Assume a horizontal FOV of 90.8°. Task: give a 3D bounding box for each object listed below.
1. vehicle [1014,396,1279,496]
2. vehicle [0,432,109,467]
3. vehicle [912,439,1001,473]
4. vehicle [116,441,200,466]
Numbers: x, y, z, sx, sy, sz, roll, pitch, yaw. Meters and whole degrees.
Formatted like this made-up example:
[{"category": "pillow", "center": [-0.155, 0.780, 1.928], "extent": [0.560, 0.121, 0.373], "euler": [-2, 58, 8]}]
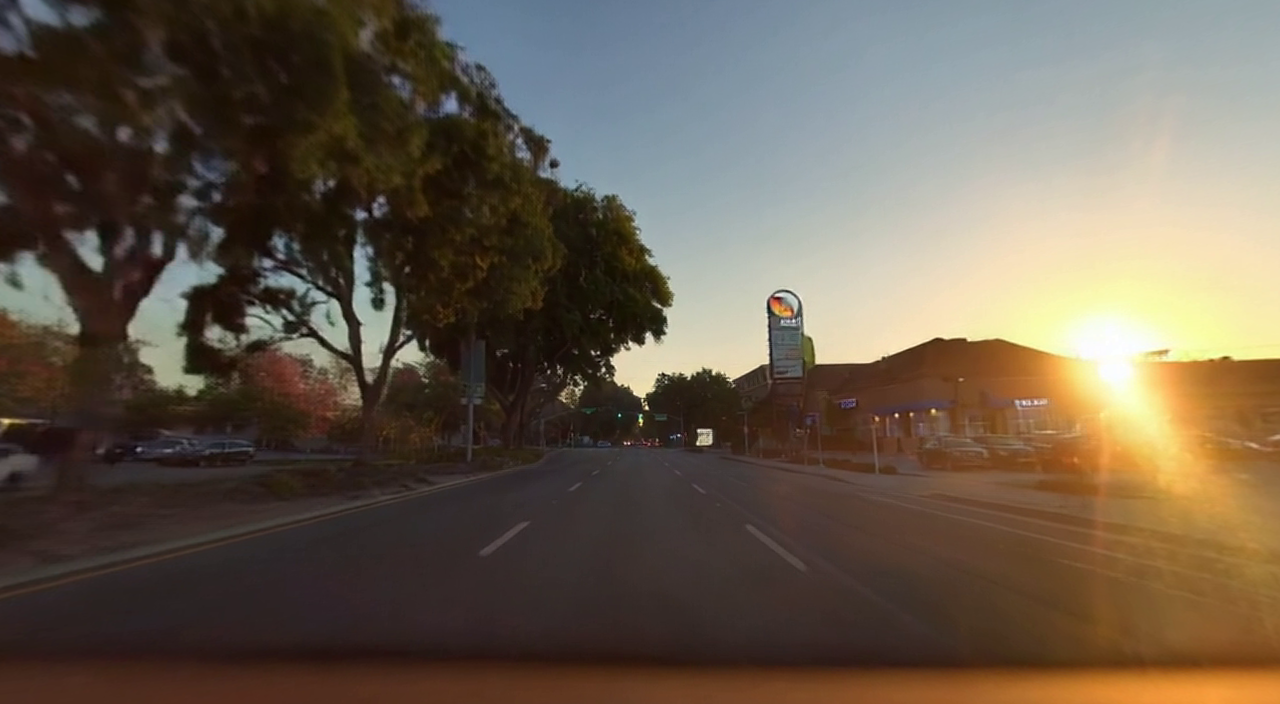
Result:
[{"category": "vehicle", "center": [13.320, 2.360, 15.930], "extent": [6.063, 2.313, 2.534], "euler": [0, -8, 1]}, {"category": "vehicle", "center": [-35.863, 5.825, 37.910], "extent": [2.667, 1.929, 6.076], "euler": [-1, -8, 0]}, {"category": "vehicle", "center": [14.870, 4.887, 29.976], "extent": [1.920, 1.471, 4.516], "euler": [0, -8, 1]}, {"category": "vehicle", "center": [-31.866, 6.711, 41.822], "extent": [3.894, 1.590, 1.908], "euler": [0, -8, -2]}]
